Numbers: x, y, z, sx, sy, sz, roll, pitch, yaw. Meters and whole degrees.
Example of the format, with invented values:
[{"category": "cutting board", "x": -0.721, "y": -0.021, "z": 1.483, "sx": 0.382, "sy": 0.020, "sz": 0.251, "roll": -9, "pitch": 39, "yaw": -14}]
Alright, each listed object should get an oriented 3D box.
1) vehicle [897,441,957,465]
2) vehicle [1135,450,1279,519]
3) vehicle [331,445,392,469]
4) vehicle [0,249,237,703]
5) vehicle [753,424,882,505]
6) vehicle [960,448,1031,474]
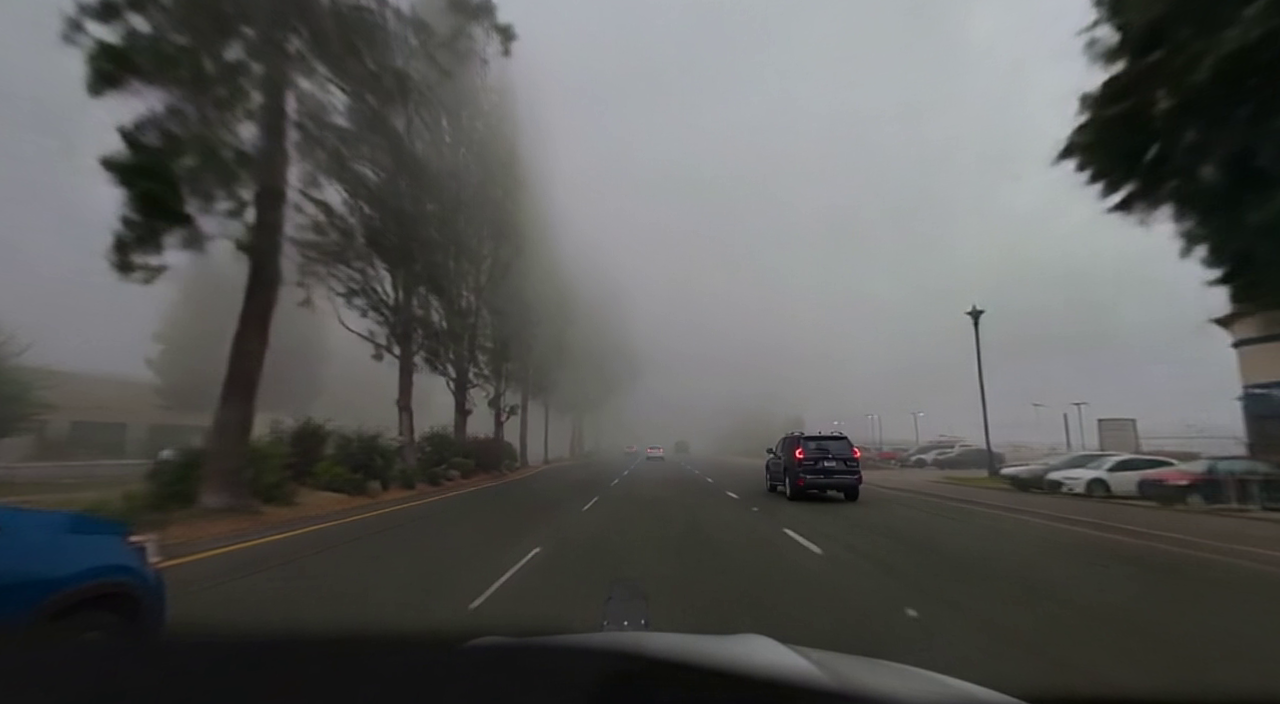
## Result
[{"category": "vehicle", "x": 21.032, "y": 7.396, "z": 46.305, "sx": 1.959, "sy": 1.613, "sz": 4.190, "roll": 1, "pitch": -8, "yaw": -9}, {"category": "vehicle", "x": 17.772, "y": 3.754, "z": 18.150, "sx": 5.012, "sy": 1.813, "sz": 2.291, "roll": 0, "pitch": -9, "yaw": 0}, {"category": "vehicle", "x": -21.168, "y": 7.980, "z": 48.111, "sx": 2.242, "sy": 1.740, "sz": 4.929, "roll": 0, "pitch": -8, "yaw": 2}, {"category": "vehicle", "x": -3.360, "y": 0.426, "z": 0.932, "sx": 2.210, "sy": 1.925, "sz": 4.838, "roll": 0, "pitch": -8, "yaw": 1}, {"category": "vehicle", "x": 4.324, "y": 2.812, "z": 16.199, "sx": 2.024, "sy": 1.773, "sz": 4.431, "roll": 0, "pitch": -8, "yaw": 0}, {"category": "vehicle", "x": 21.779, "y": 6.696, "z": 38.822, "sx": 1.822, "sy": 1.460, "sz": 4.409, "roll": 0, "pitch": -8, "yaw": 1}]
